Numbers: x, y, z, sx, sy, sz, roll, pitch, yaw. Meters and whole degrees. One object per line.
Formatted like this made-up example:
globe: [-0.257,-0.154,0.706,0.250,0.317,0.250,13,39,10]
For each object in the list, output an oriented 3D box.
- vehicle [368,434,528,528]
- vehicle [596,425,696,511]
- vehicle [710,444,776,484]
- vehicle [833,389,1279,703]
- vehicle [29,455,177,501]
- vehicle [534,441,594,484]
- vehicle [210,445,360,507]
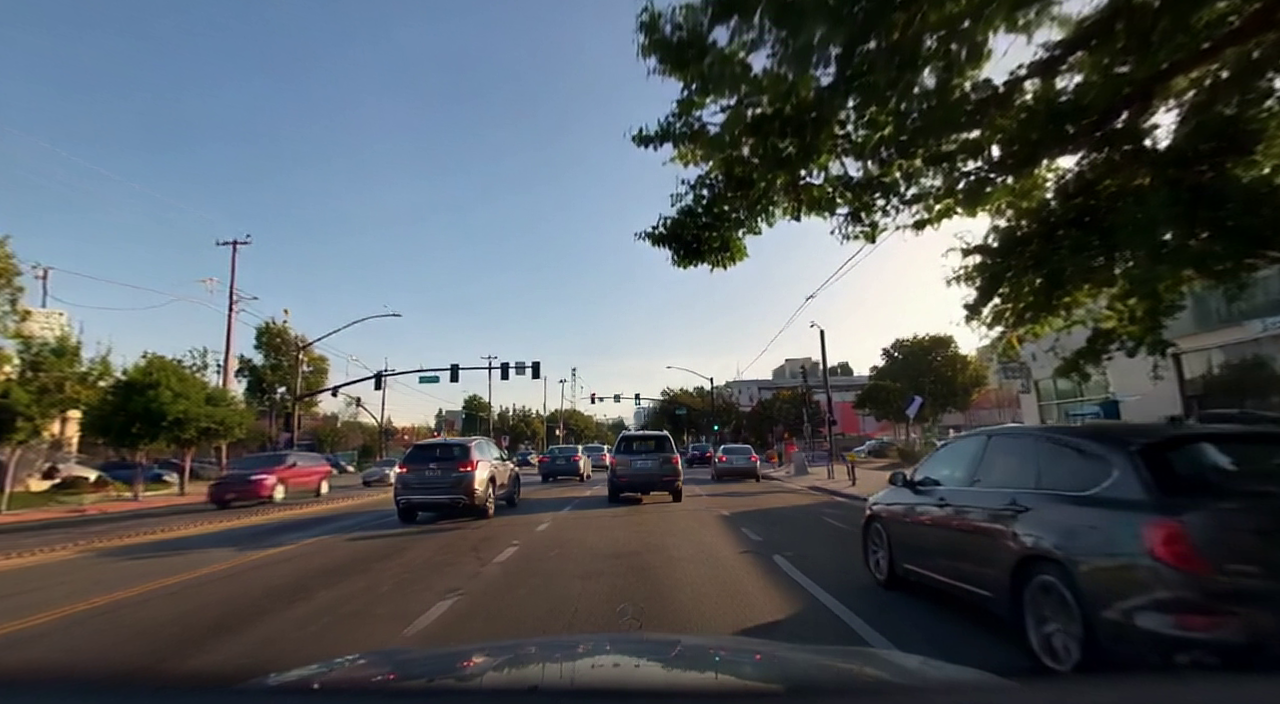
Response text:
vehicle: [-3.681,2.536,13.000,1.886,1.599,4.247,0,-8,1]
vehicle: [0.151,2.712,15.153,2.075,1.770,4.018,0,-8,1]
vehicle: [4.080,4.492,25.719,1.986,1.457,4.566,0,-8,1]
vehicle: [2.968,1.185,4.115,2.030,1.492,4.383,0,-8,0]
vehicle: [-24.299,5.675,28.882,1.919,1.831,5.335,0,-8,2]
vehicle: [-3.078,4.569,26.368,1.894,1.642,3.861,0,-8,2]
vehicle: [-10.835,3.780,19.749,1.948,1.691,4.532,0,-8,2]
